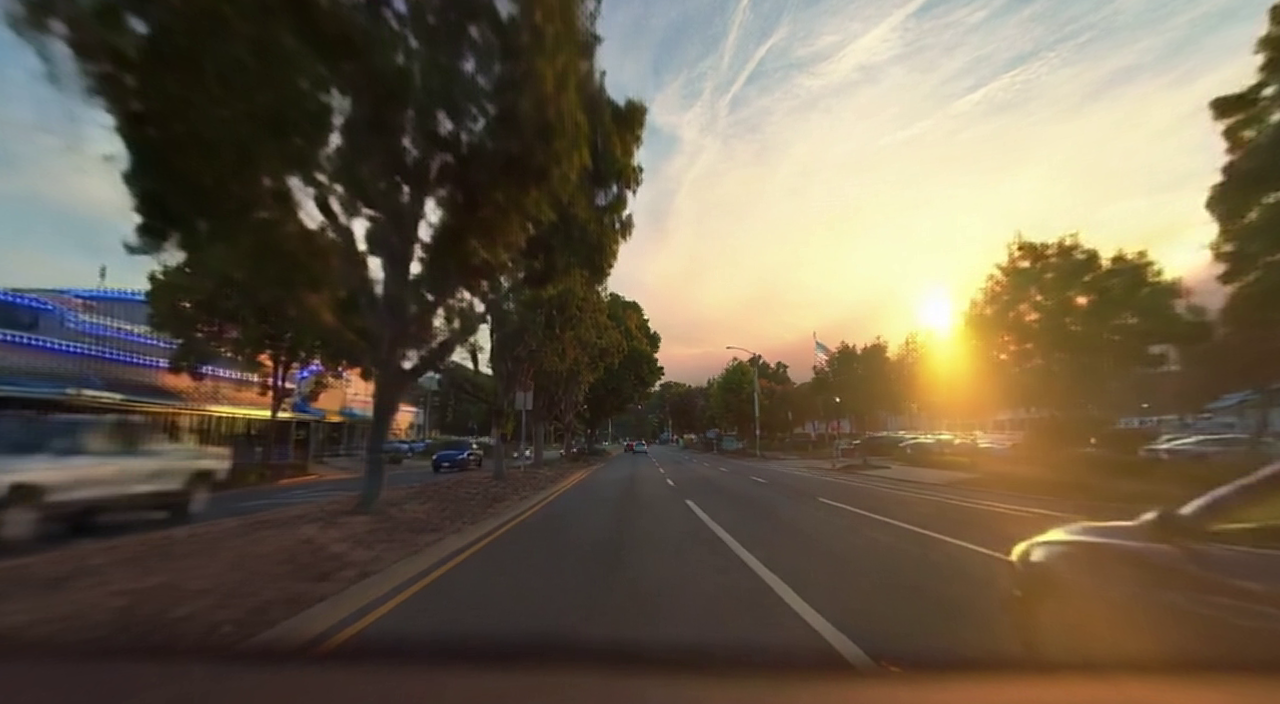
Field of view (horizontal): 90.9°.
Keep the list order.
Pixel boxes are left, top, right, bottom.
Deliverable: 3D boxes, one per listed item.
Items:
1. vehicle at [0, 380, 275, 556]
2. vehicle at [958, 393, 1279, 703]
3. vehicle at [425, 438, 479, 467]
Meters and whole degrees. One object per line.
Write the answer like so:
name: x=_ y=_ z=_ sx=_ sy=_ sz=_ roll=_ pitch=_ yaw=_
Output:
vehicle: x=-8.252 y=1.675 z=9.679 sx=2.171 sy=1.975 sz=5.168 roll=0 pitch=-8 yaw=0
vehicle: x=3.070 y=0.810 z=1.561 sx=2.091 sy=1.472 sz=4.697 roll=0 pitch=-8 yaw=0
vehicle: x=-11.653 y=6.274 z=39.430 sx=1.985 sy=1.658 sz=4.541 roll=0 pitch=-8 yaw=0
